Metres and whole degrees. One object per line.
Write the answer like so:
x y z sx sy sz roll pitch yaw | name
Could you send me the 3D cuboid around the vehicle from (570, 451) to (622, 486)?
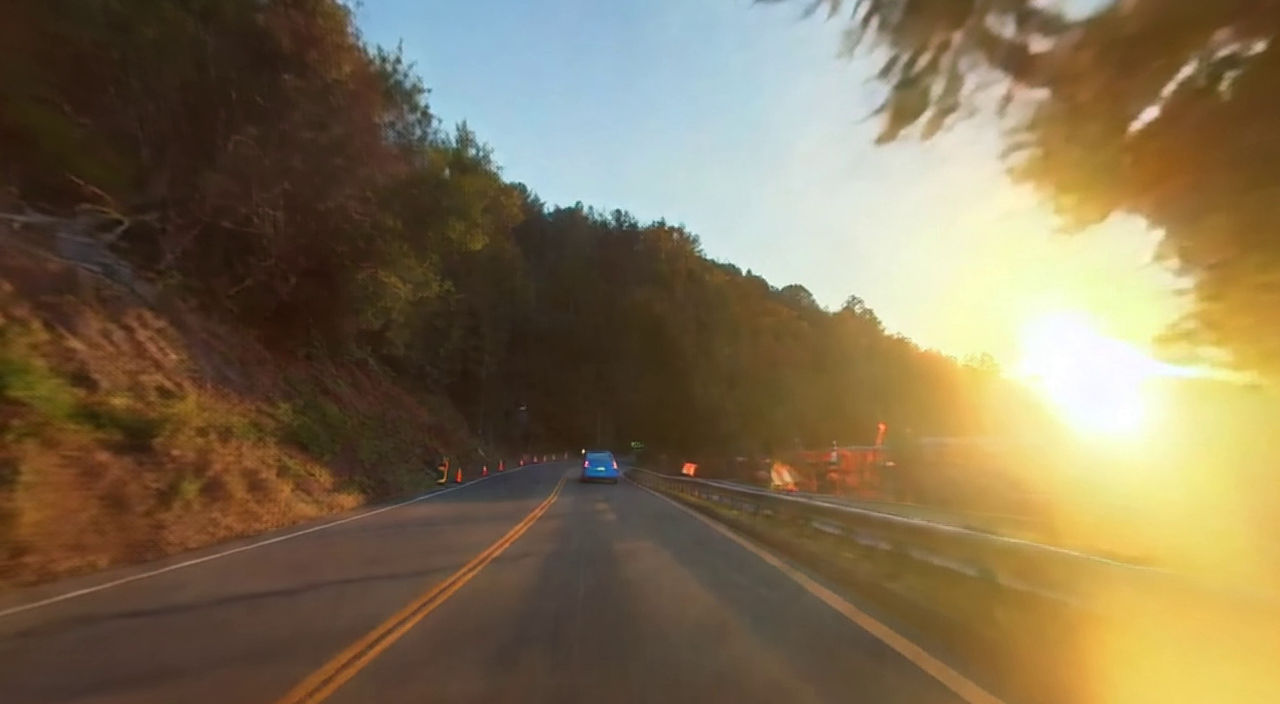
-2.127 5.391 29.537 2.259 1.503 4.075 1 -9 -6 | vehicle
